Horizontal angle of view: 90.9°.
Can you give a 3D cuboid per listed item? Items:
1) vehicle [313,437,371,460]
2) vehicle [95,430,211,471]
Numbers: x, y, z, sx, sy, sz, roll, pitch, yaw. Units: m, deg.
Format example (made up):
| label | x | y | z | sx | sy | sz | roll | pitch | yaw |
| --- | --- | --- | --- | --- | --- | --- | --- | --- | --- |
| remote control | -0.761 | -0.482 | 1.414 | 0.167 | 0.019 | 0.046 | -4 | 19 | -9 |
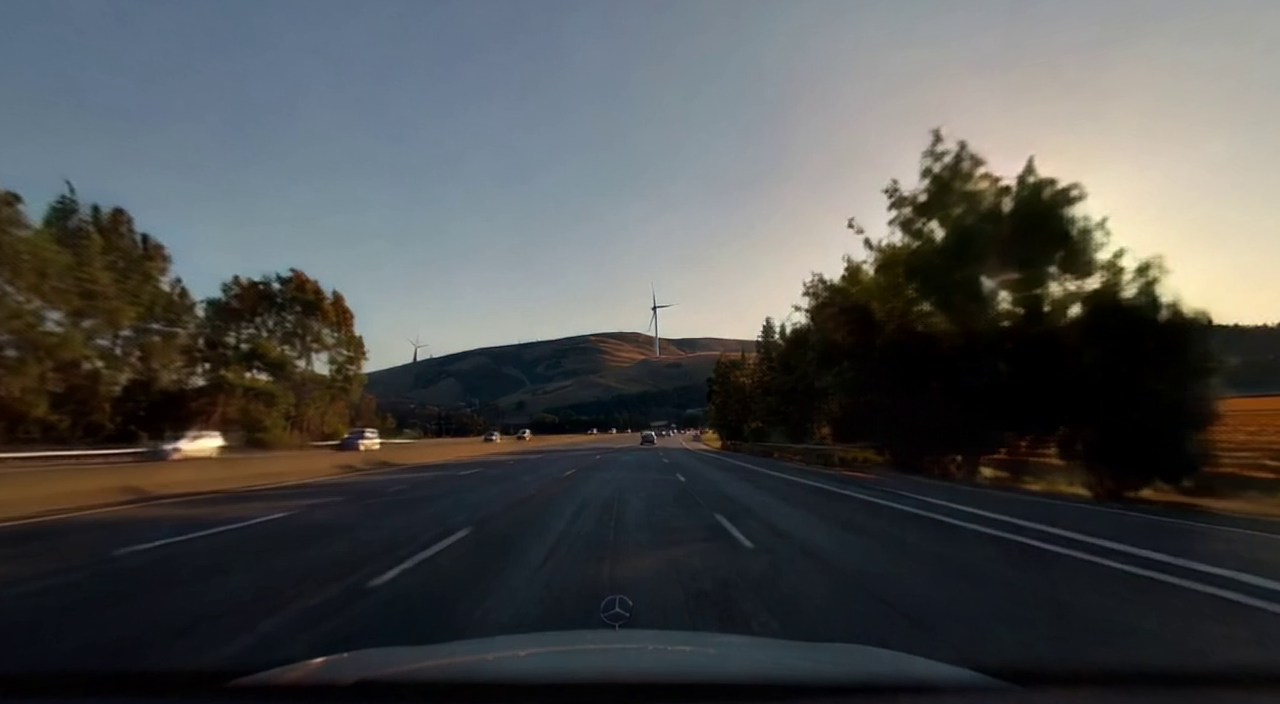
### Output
| label | x | y | z | sx | sy | sz | roll | pitch | yaw |
| --- | --- | --- | --- | --- | --- | --- | --- | --- | --- |
| vehicle | -19.992 | 6.455 | 42.417 | 1.875 | 1.456 | 4.044 | 0 | -8 | 1 |
| vehicle | -23.898 | 4.827 | 31.172 | 2.006 | 1.838 | 4.631 | 0 | -8 | 0 |
